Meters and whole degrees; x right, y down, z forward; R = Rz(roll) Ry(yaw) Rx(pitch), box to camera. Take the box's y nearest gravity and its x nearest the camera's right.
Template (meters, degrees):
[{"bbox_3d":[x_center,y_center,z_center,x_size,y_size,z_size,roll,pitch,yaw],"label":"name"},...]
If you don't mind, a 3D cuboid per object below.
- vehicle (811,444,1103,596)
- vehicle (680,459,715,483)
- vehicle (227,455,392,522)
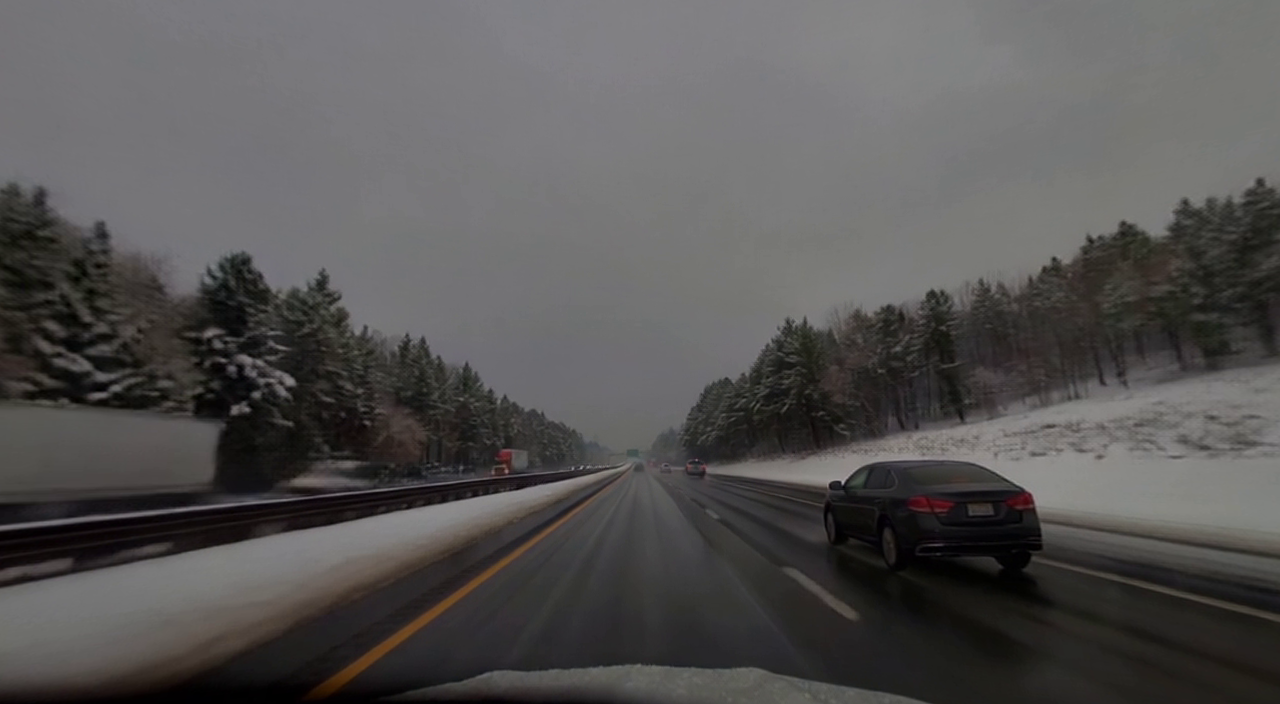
[{"bbox_3d":[3.761,2.071,8.438,1.825,1.494,3.959,1,-10,0],"label":"vehicle"},{"bbox_3d":[4.043,8.482,44.899,2.156,1.569,3.821,1,-10,0],"label":"vehicle"},{"bbox_3d":[-8.922,3.725,17.600,1.958,1.576,4.727,1,-10,1],"label":"vehicle"}]
